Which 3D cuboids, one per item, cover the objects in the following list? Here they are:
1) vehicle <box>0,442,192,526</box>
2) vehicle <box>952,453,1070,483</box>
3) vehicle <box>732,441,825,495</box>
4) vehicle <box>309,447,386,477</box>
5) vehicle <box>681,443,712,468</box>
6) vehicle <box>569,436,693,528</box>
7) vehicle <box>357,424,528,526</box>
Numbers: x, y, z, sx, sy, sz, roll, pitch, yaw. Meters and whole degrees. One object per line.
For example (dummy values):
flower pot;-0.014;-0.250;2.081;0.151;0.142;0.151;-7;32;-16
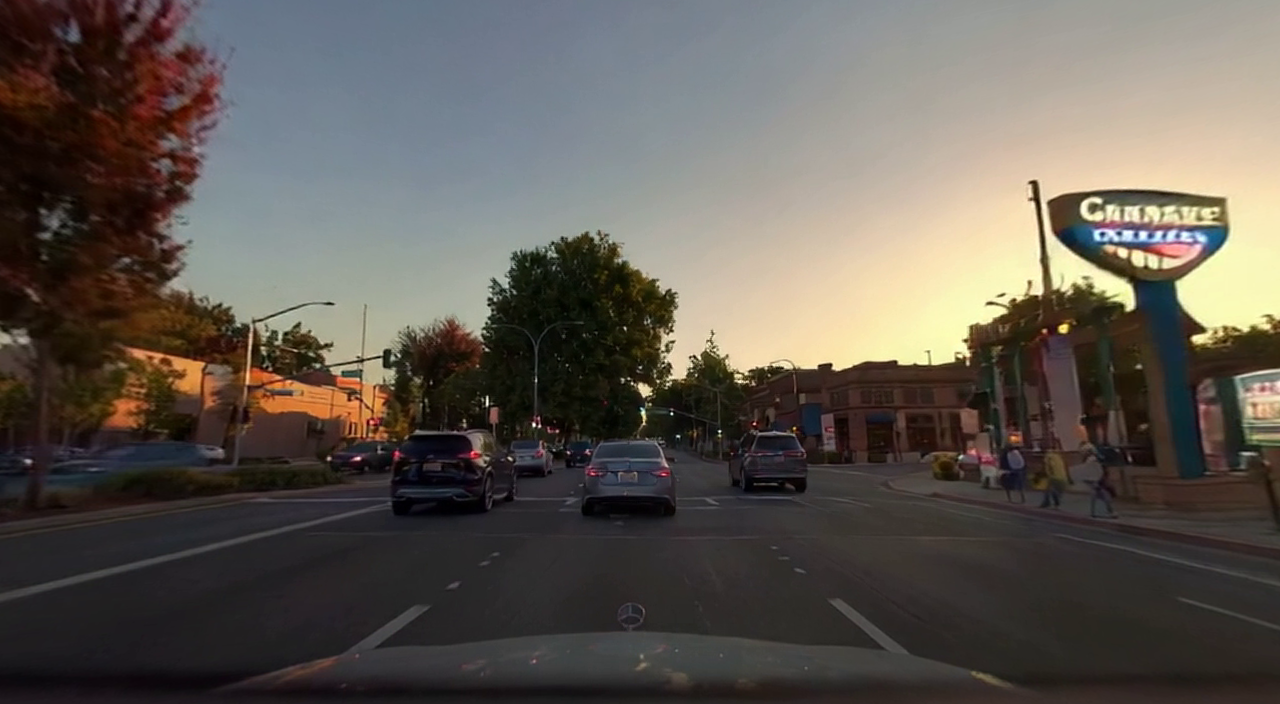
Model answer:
vehicle;-12.167;2.661;13.361;1.900;1.466;4.627;0;-8;1
vehicle;19.105;5.989;32.672;4.795;1.457;1.986;0;-8;4
vehicle;4.205;3.579;19.847;1.979;1.485;4.207;0;-8;0
vehicle;-15.451;5.816;33.629;1.896;1.468;4.573;0;-8;0
vehicle;4.014;7.341;45.014;1.848;1.665;3.747;0;-8;0
vehicle;-0.152;2.537;12.887;2.121;1.563;4.031;0;-8;0
vehicle;-3.644;2.340;12.531;1.983;1.685;3.997;0;-8;2
